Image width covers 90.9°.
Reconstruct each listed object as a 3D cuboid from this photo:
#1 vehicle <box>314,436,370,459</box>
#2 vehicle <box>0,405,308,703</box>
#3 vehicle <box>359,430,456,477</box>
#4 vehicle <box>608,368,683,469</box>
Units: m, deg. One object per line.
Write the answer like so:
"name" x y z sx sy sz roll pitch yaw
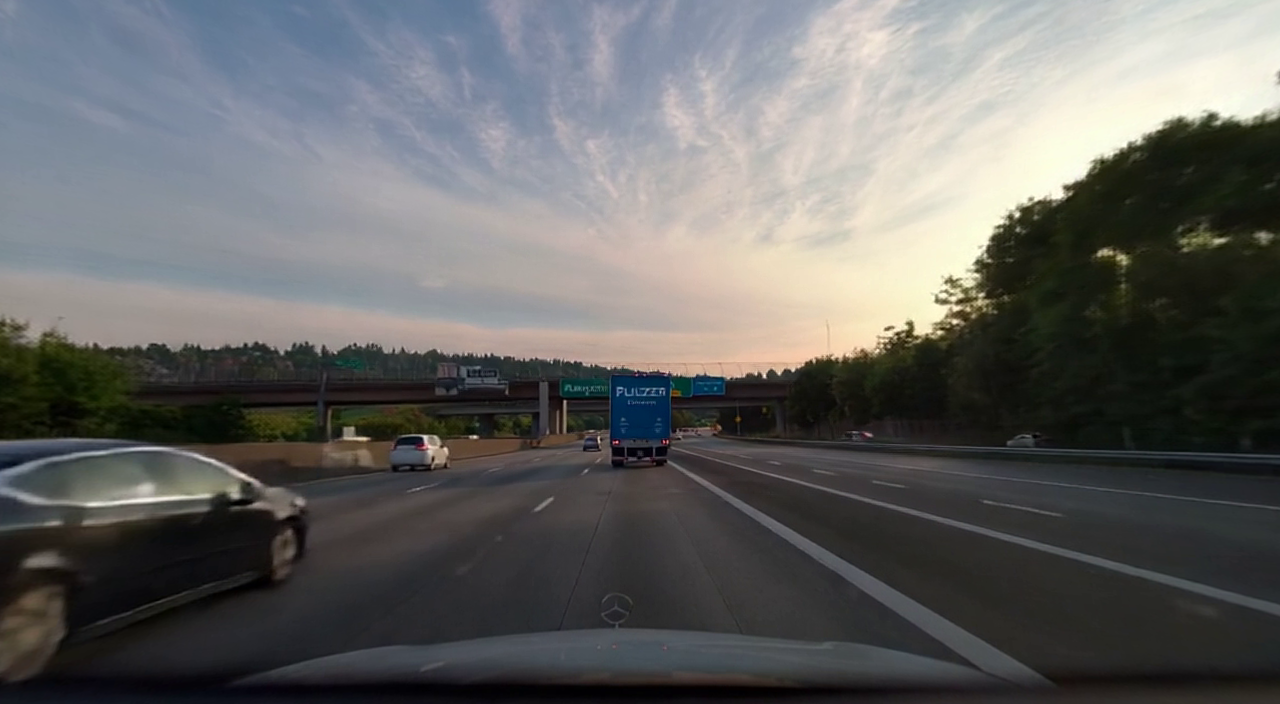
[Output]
"vehicle" -21.170 6.784 44.914 1.875 1.521 4.391 0 -8 0
"vehicle" -3.765 1.017 3.169 1.943 1.446 4.158 0 -8 -1
"vehicle" -8.403 3.674 23.170 2.041 1.566 3.986 0 -8 0
"vehicle" 0.045 3.410 30.753 2.926 3.959 11.818 0 -8 -2
